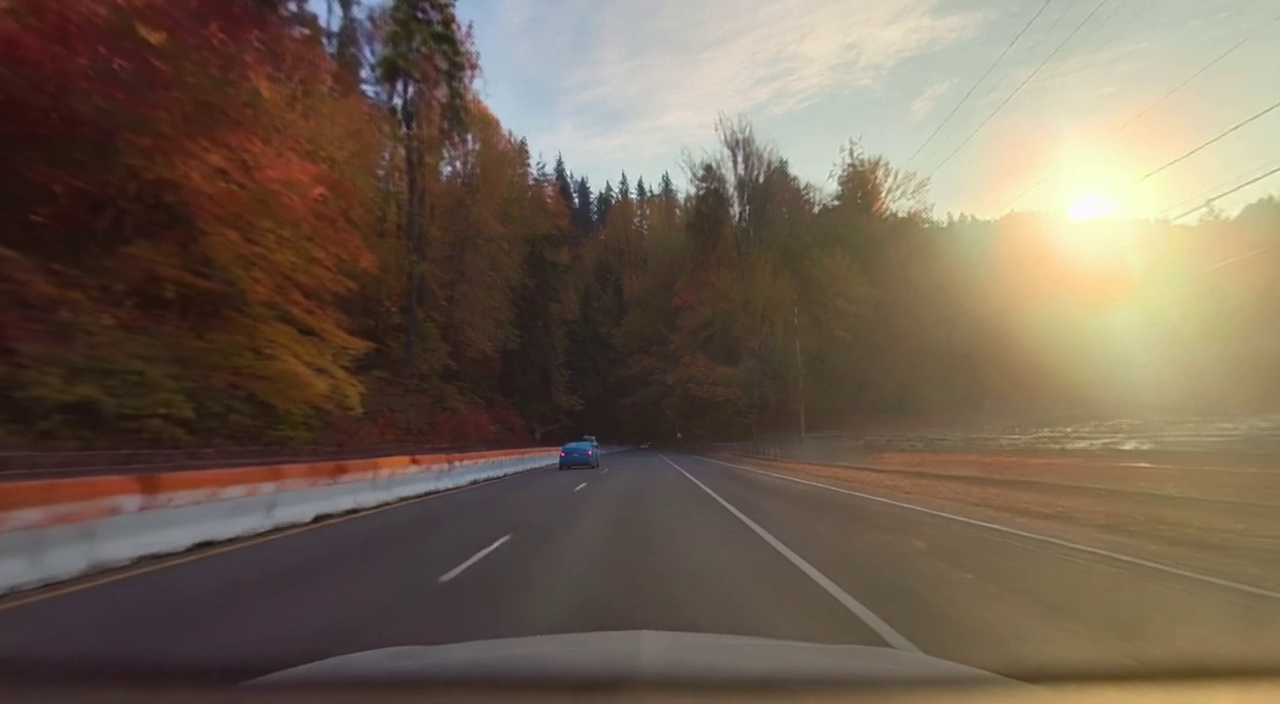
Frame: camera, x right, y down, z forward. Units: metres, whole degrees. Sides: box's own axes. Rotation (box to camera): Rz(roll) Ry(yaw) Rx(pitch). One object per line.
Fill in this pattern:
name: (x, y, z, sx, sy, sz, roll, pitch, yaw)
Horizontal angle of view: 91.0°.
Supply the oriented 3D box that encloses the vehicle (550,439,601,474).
vehicle: (-2.947, 4.857, 29.421, 1.902, 1.505, 4.016, 0, -8, 1)
